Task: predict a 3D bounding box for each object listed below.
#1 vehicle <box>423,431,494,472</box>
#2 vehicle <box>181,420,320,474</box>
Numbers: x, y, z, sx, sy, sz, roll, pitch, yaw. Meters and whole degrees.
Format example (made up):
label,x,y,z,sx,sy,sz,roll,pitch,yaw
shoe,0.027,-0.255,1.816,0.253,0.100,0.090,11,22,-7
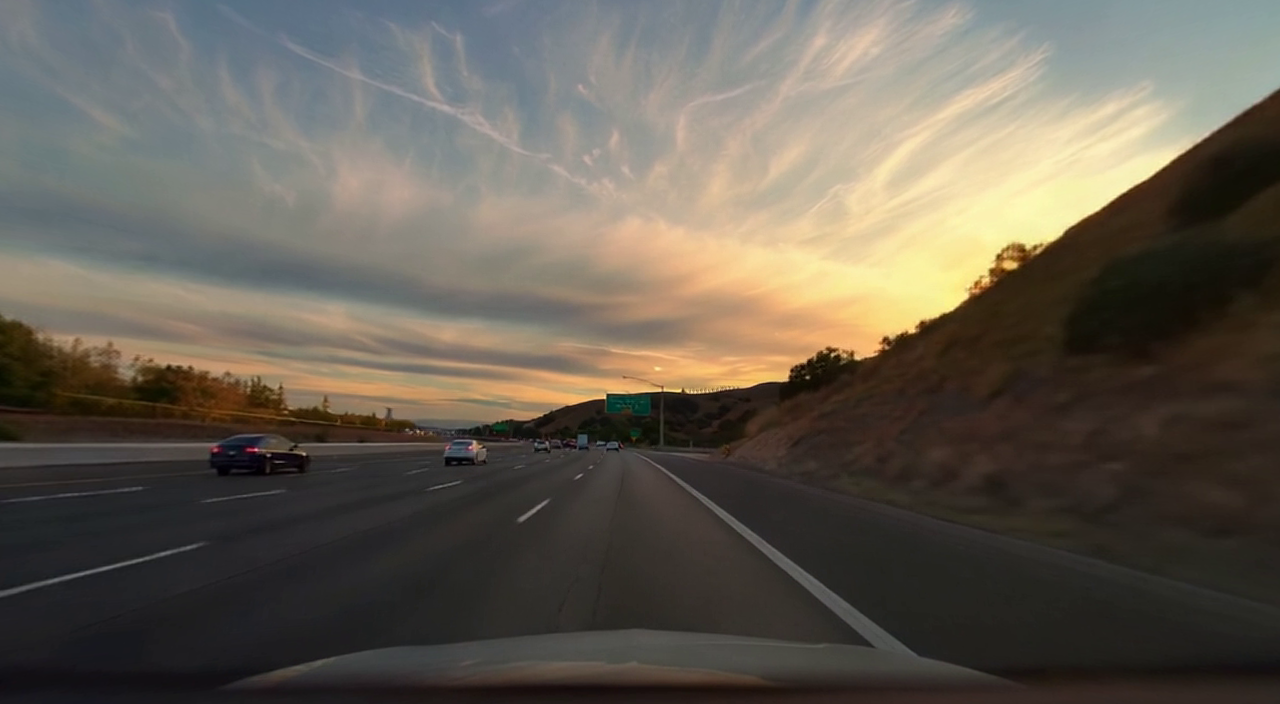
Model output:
label,x,y,z,sx,sy,sz,roll,pitch,yaw
vehicle,-8.353,4.636,29.547,2.104,1.715,4.319,1,-8,-1
vehicle,-15.646,3.876,25.864,2.240,1.953,5.452,1,-8,-1
